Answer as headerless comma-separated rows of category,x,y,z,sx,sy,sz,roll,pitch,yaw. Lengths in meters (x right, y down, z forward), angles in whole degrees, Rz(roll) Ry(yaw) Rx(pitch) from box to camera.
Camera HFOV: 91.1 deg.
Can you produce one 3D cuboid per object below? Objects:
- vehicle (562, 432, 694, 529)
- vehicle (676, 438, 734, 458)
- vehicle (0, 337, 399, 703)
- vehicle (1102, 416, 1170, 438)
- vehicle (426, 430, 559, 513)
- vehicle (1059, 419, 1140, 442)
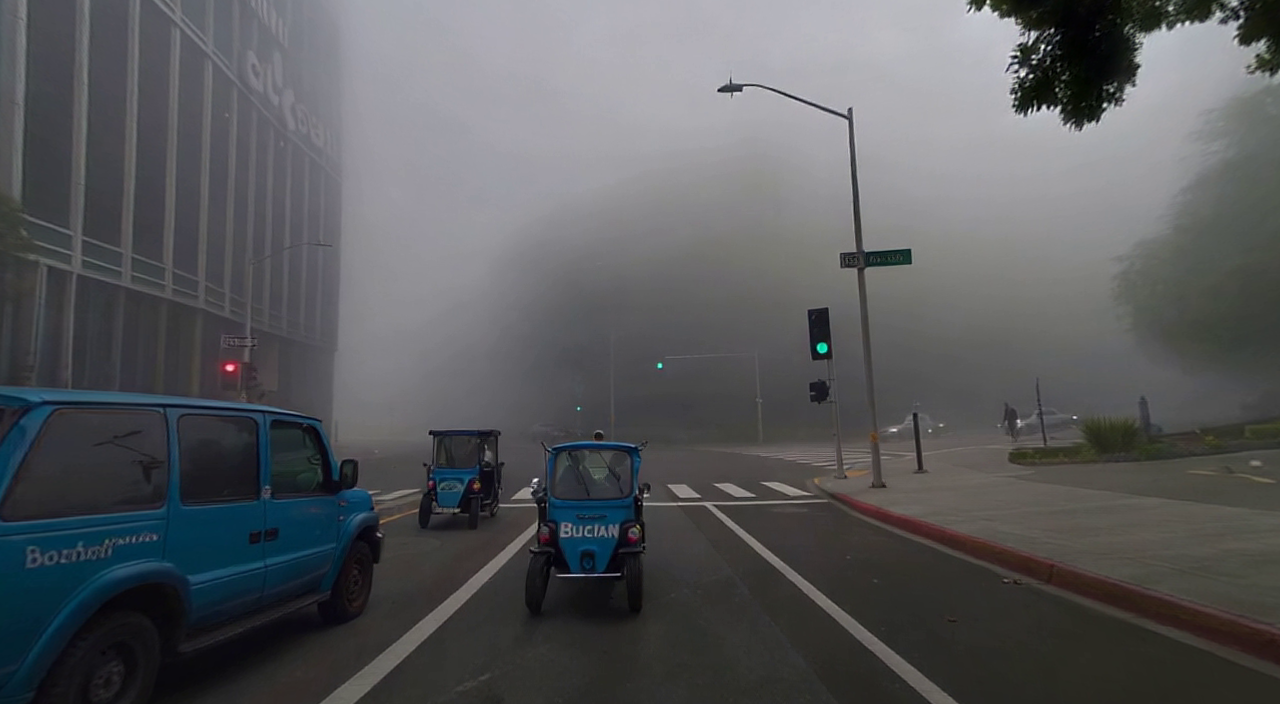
vehicle,-0.149,2.287,11.760,2.025,1.458,4.085,0,-8,1
vehicle,5.188,7.638,49.949,2.018,1.491,4.795,-8,-12,44
vehicle,-3.618,1.133,4.447,2.000,1.809,4.405,0,-8,1
vehicle,36.791,5.599,46.569,1.625,1.449,3.557,6,-11,-38
vehicle,-3.166,2.665,14.442,1.935,1.615,4.073,-1,-8,2
vehicle,30.738,5.272,42.090,1.751,1.420,4.027,8,-12,-43
